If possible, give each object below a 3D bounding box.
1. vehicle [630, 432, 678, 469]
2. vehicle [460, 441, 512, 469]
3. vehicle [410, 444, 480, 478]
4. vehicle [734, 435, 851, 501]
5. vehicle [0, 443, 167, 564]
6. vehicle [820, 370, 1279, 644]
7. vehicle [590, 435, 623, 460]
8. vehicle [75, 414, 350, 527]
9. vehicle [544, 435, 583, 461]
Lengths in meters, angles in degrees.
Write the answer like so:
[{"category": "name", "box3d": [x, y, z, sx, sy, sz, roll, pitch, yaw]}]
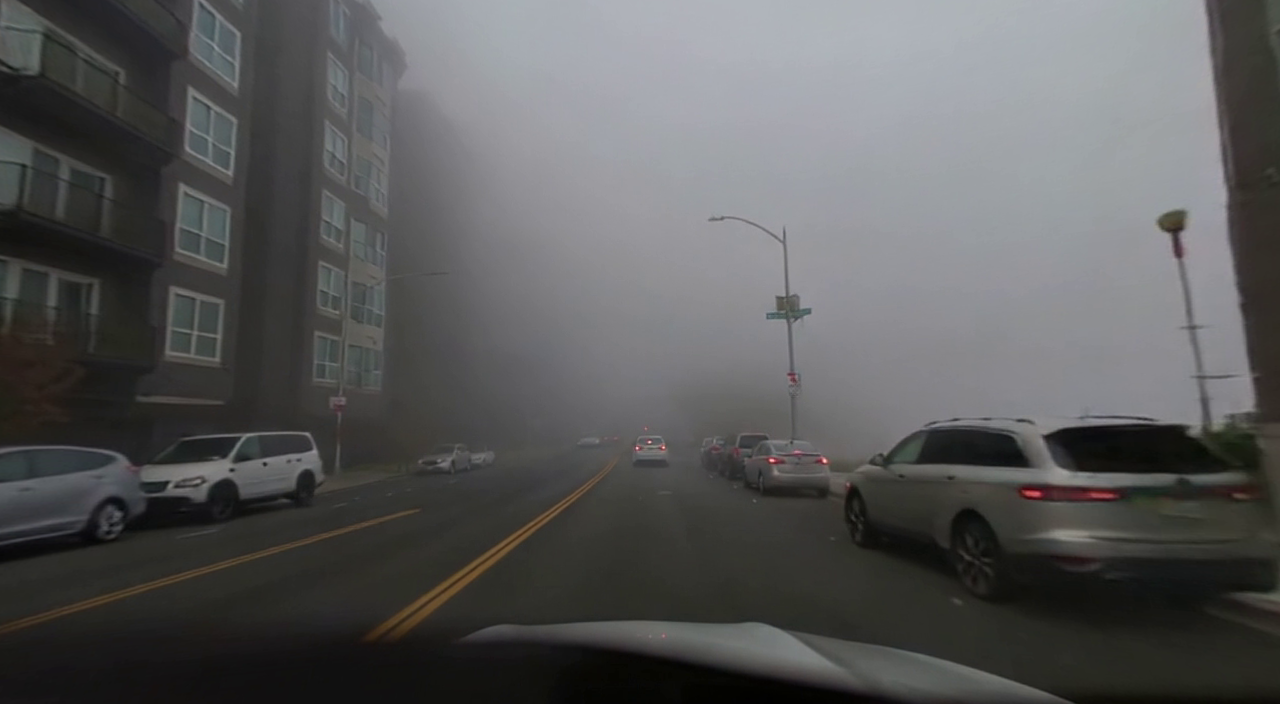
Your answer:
[{"category": "vehicle", "box3d": [0.670, 4.978, 32.021, 2.261, 1.740, 4.065, 0, -8, 1]}, {"category": "vehicle", "box3d": [-9.122, 6.138, 37.662, 2.002, 1.546, 4.339, 0, -8, 0]}, {"category": "vehicle", "box3d": [-9.082, 5.079, 29.723, 2.021, 1.474, 4.337, 0, -8, -1]}, {"category": "vehicle", "box3d": [3.731, 2.921, 16.313, 2.033, 1.470, 4.502, 0, -8, 2]}, {"category": "vehicle", "box3d": [-9.360, 2.036, 8.608, 2.089, 1.549, 4.597, -1, -8, 2]}, {"category": "vehicle", "box3d": [3.784, 1.366, 6.630, 2.260, 1.789, 4.810, 0, -8, -1]}, {"category": "vehicle", "box3d": [-2.442, 7.083, 46.849, 2.219, 1.746, 4.197, 0, -8, 0]}, {"category": "vehicle", "box3d": [-9.196, 2.602, 14.457, 2.457, 2.048, 5.461, 0, -8, 0]}, {"category": "vehicle", "box3d": [-5.751, 7.325, 48.130, 2.345, 1.831, 4.828, 0, -8, 1]}]
